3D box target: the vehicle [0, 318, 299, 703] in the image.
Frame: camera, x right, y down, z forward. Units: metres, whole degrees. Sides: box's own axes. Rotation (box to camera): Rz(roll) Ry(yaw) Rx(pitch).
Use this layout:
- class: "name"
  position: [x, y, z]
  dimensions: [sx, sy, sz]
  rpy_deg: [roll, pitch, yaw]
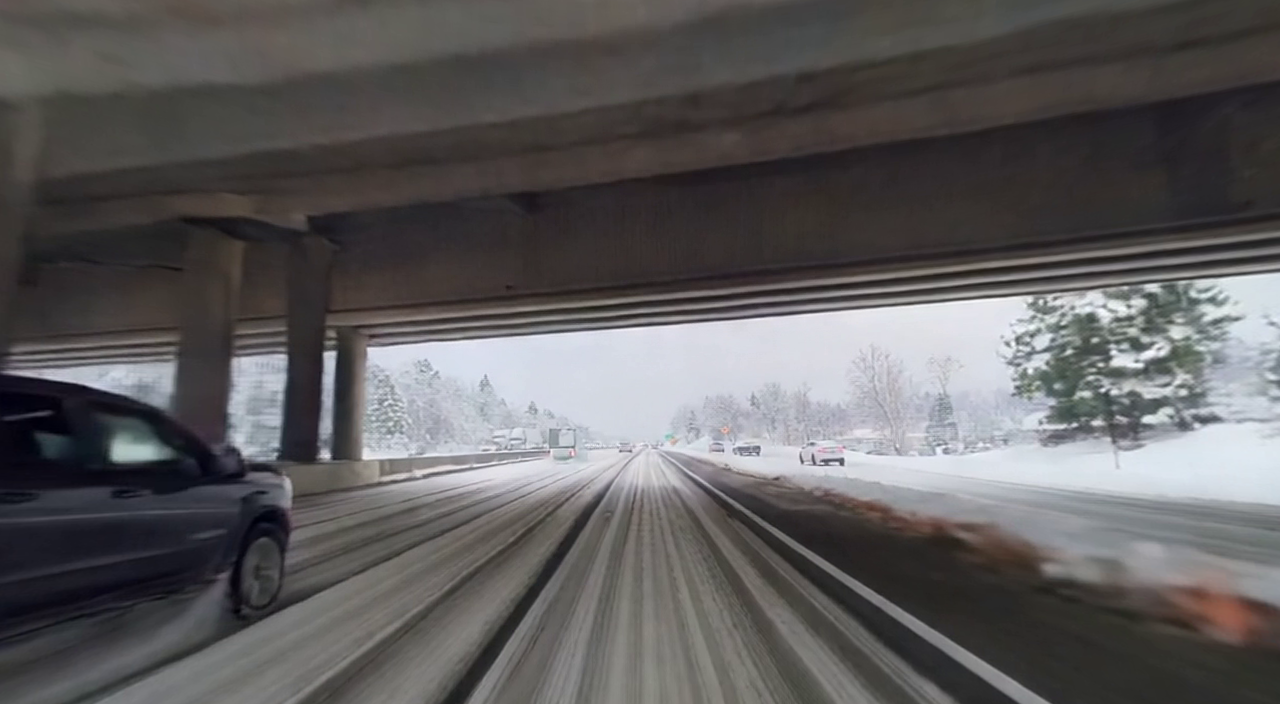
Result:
- class: "vehicle"
  position: [-3.715, 0.801, 2.527]
  dimensions: [1.994, 1.911, 4.819]
  rpy_deg: [0, -8, 0]

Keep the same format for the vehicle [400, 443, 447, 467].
- class: "vehicle"
  position: [-16.391, 7.783, 47.950]
  dimensions: [2.036, 1.666, 4.303]
  rpy_deg: [0, -8, 1]
